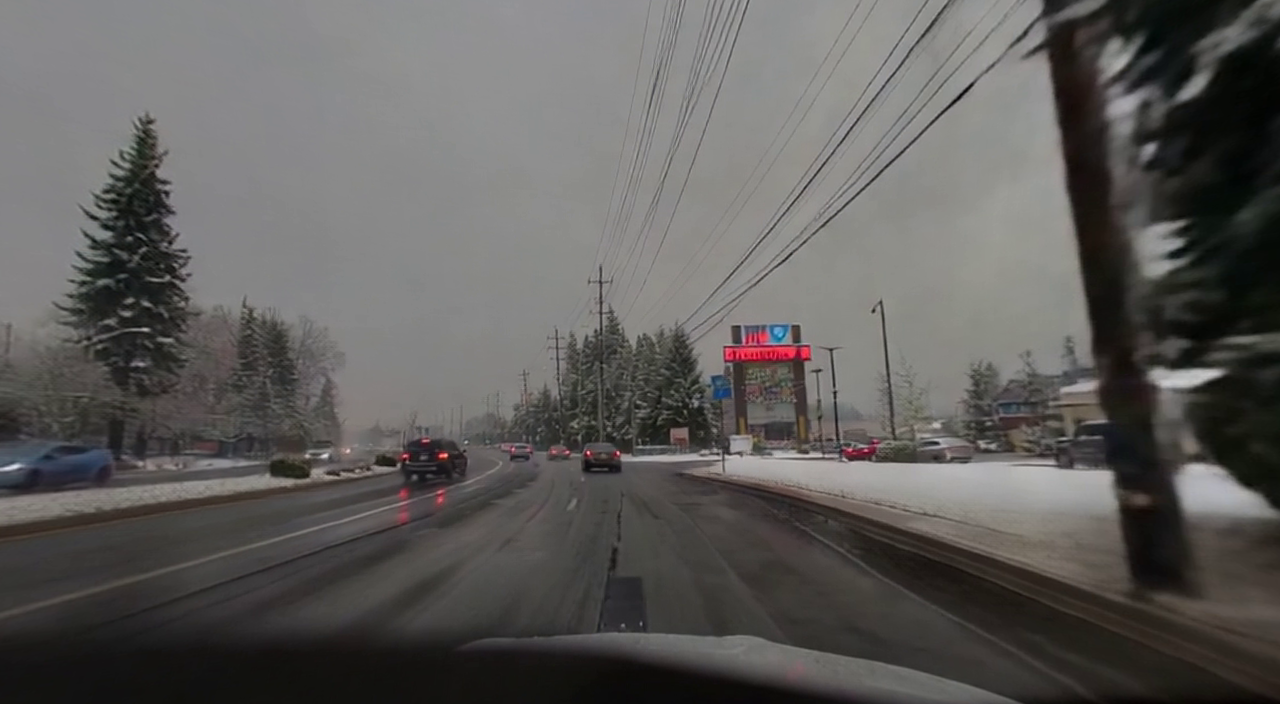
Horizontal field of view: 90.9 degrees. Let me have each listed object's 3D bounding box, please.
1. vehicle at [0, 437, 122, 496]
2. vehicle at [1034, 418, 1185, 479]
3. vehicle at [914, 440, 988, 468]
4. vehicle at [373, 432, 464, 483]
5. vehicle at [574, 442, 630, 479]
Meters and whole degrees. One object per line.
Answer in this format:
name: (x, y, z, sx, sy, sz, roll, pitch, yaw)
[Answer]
vehicle: (-22.859, 4.278, 23.817, 2.236, 1.962, 5.539, -1, -8, -5)
vehicle: (16.612, 3.564, 22.708, 1.863, 1.889, 4.839, -2, -11, 4)
vehicle: (17.520, 5.757, 35.816, 1.795, 1.485, 4.601, 0, -8, -1)
vehicle: (-8.393, 4.048, 24.386, 2.195, 1.752, 4.515, 1, -9, -5)
vehicle: (-1.756, 4.685, 27.602, 2.130, 1.476, 4.453, 1, -9, -8)
